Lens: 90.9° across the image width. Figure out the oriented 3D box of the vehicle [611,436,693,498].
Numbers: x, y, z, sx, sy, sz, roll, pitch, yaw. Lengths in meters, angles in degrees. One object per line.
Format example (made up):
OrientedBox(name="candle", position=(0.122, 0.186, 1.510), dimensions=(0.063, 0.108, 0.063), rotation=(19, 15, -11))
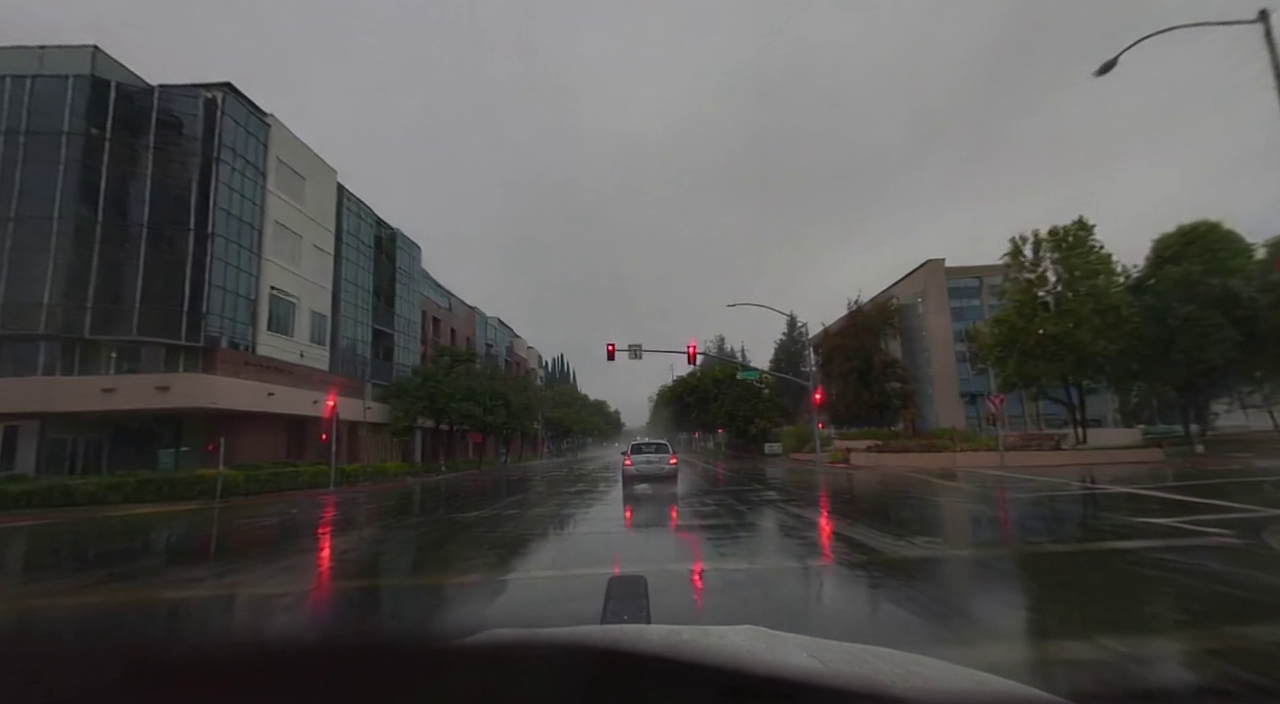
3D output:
OrientedBox(name="vehicle", position=(0.264, 3.387, 18.951), dimensions=(2.184, 1.640, 4.086), rotation=(0, -8, -2))
